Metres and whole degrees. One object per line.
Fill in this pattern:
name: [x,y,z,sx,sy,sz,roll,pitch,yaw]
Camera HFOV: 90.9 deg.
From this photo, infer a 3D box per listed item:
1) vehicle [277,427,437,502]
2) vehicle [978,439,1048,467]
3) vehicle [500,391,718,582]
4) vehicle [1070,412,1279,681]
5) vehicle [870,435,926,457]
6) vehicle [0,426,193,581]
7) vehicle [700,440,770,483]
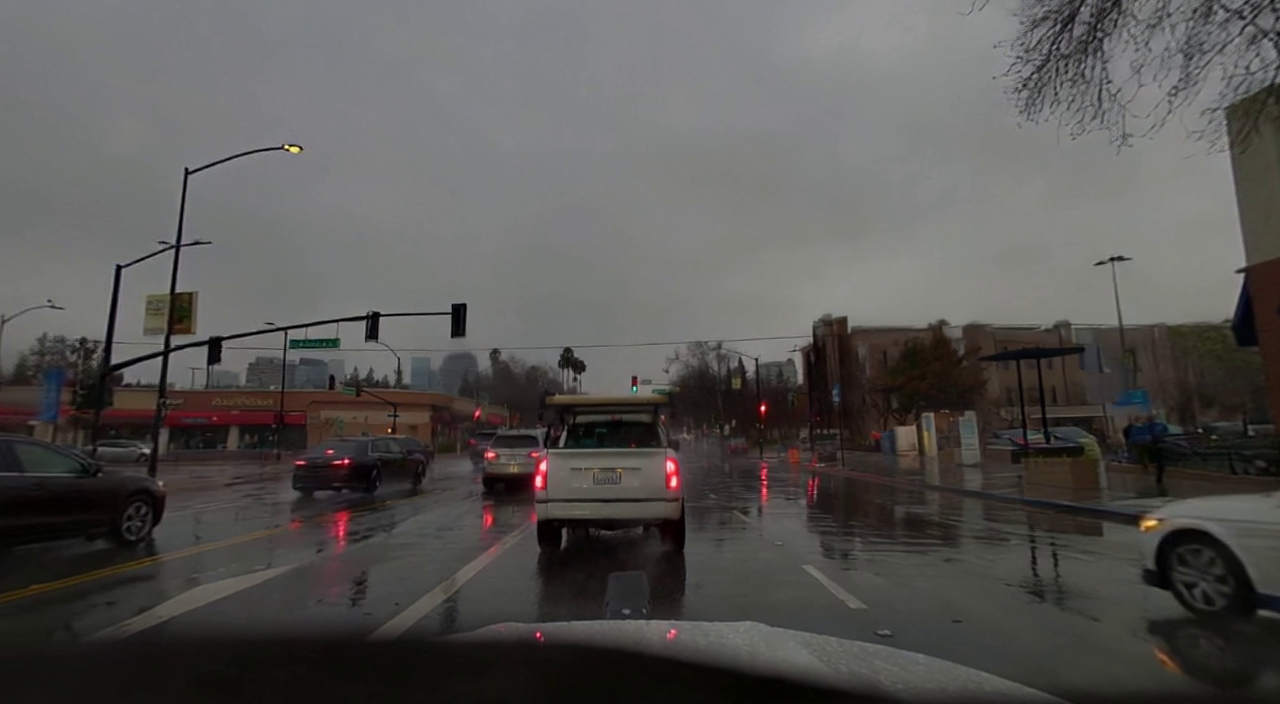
vehicle: [-7.074,2.858,16.418,1.941,1.655,4.503,0,-8,2]
vehicle: [20.104,5.404,33.921,3.836,1.443,1.694,5,-10,-35]
vehicle: [-0.310,1.597,8.234,2.064,1.817,4.298,0,-8,-1]
vehicle: [5.140,0.992,2.913,1.957,1.490,4.718,5,-10,-30]
vehicle: [20.099,7.325,49.039,4.361,1.653,2.034,6,-11,-37]
vehicle: [-6.982,1.486,6.295,1.831,1.451,4.382,0,-8,0]
vehicle: [3.427,4.043,23.512,2.023,1.441,4.240,0,-8,1]
